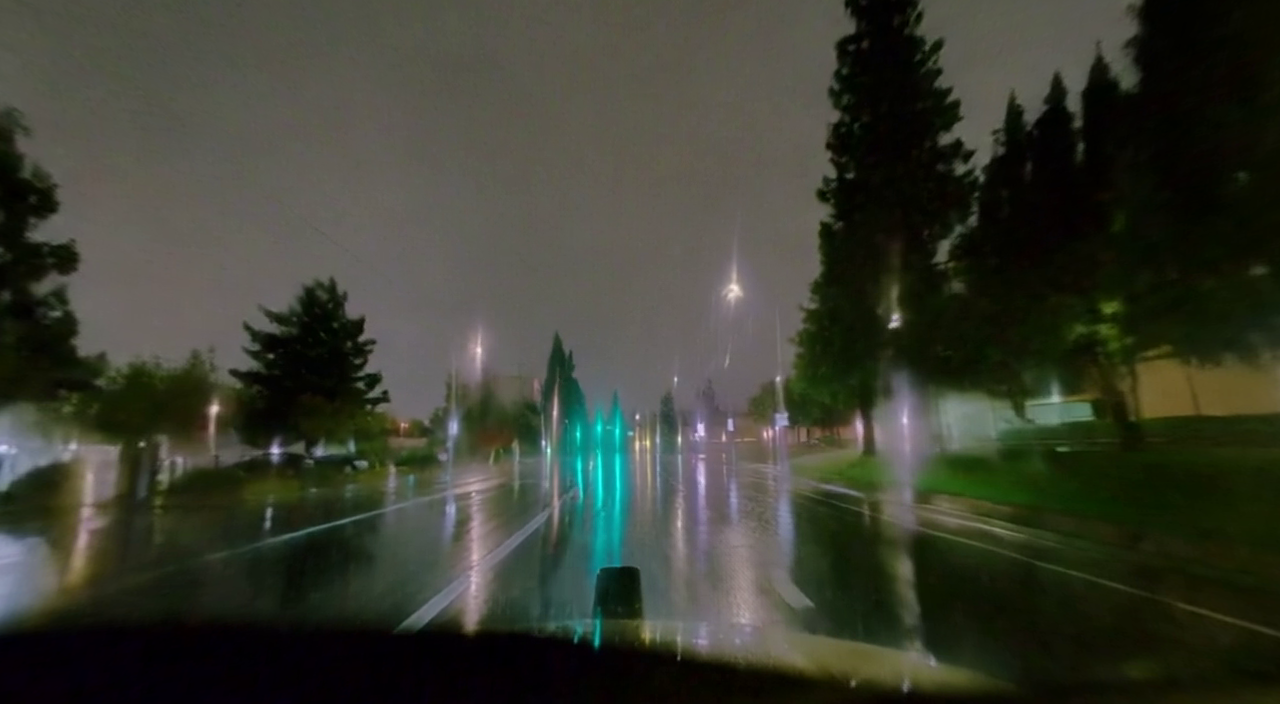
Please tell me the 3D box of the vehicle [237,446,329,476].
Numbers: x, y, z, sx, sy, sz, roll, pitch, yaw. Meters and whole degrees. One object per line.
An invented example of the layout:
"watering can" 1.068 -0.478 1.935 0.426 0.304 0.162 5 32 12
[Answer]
"vehicle" -23.337 7.133 41.425 4.794 1.869 2.060 -1 -8 3
